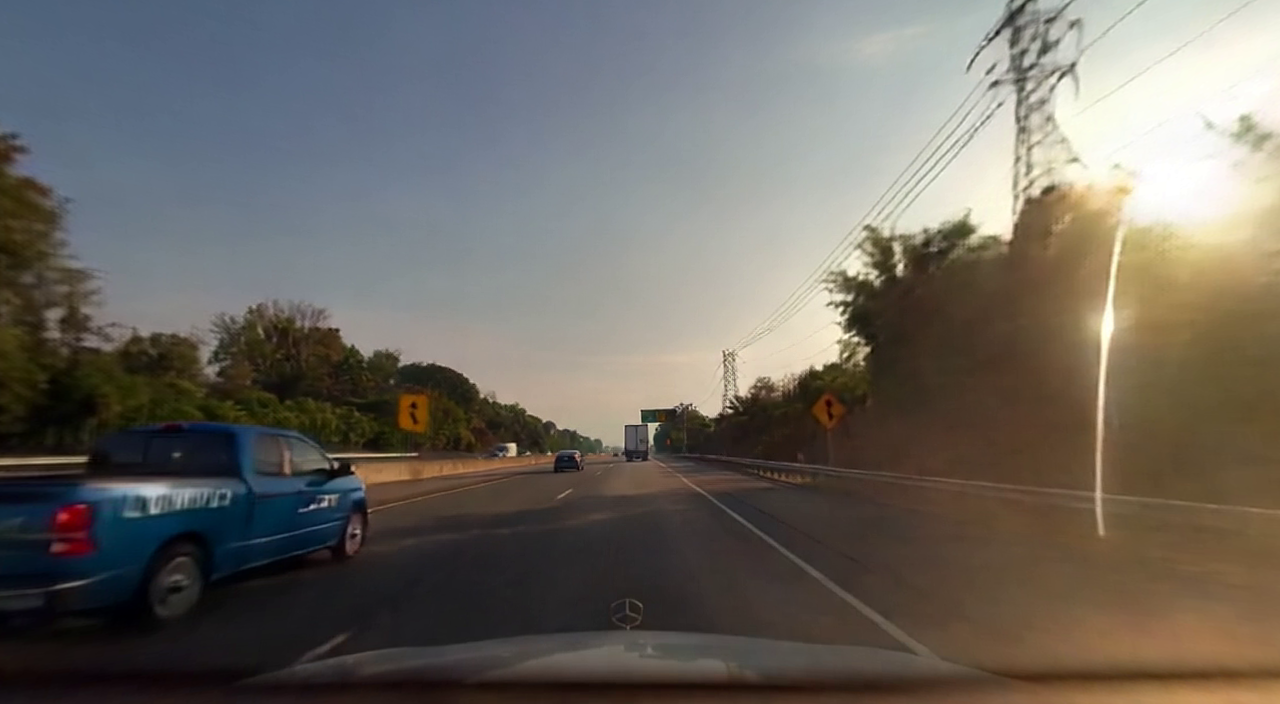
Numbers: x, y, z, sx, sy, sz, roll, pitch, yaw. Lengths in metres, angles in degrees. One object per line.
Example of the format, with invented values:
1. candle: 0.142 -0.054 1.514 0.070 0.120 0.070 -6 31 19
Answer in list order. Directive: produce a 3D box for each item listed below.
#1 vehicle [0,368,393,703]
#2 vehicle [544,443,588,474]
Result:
1. vehicle: -3.962 1.230 4.876 2.049 1.697 4.998 0 -9 0
2. vehicle: -4.400 6.406 38.092 2.111 1.735 4.066 0 -9 0
